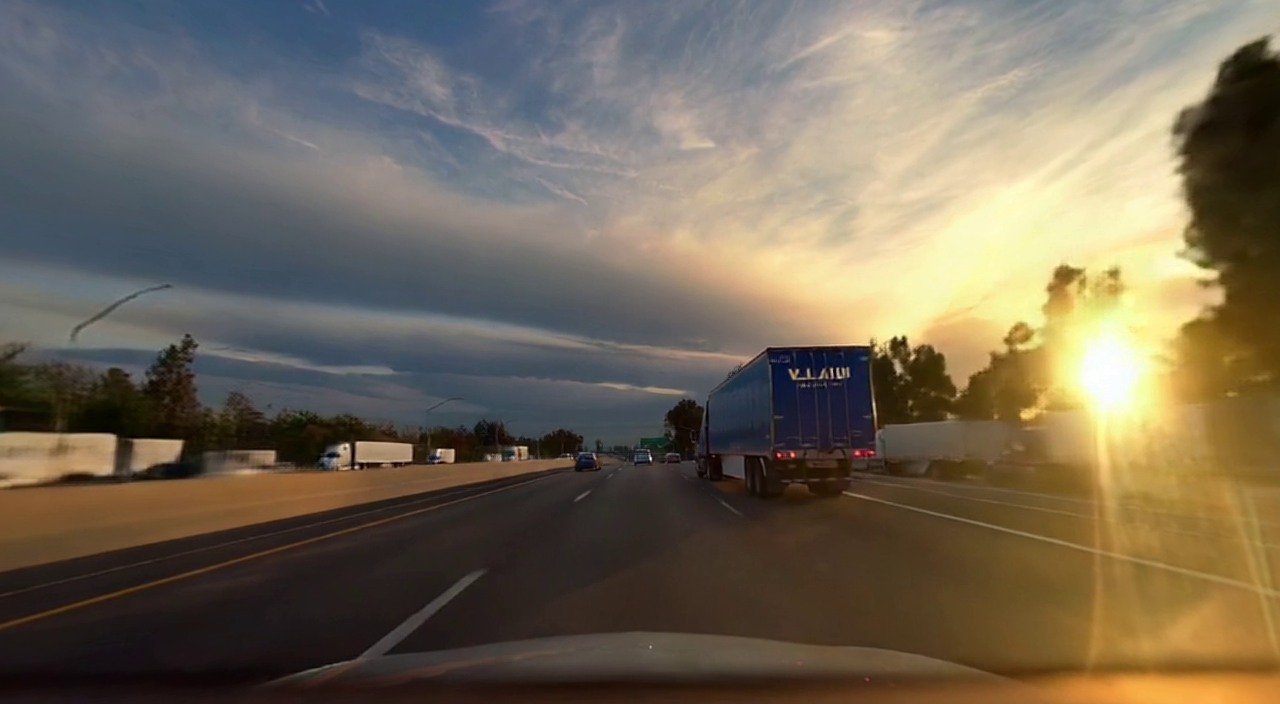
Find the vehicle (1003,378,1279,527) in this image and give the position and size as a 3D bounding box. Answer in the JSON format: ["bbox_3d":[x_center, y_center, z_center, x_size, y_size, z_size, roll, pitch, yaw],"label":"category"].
[{"bbox_3d":[18.632,3.602,22.531,2.828,3.967,14.191,2,-9,0],"label":"vehicle"}]

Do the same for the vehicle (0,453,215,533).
[{"bbox_3d":[-12.029,3.068,14.315,1.793,1.455,4.263,0,-9,0],"label":"vehicle"}]

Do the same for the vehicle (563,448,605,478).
[{"bbox_3d":[-3.291,6.599,37.667,2.107,1.626,4.804,0,-9,0],"label":"vehicle"}]

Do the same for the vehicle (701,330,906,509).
[{"bbox_3d":[4.395,2.612,21.518,2.847,4.075,14.244,0,-9,-1],"label":"vehicle"}]
